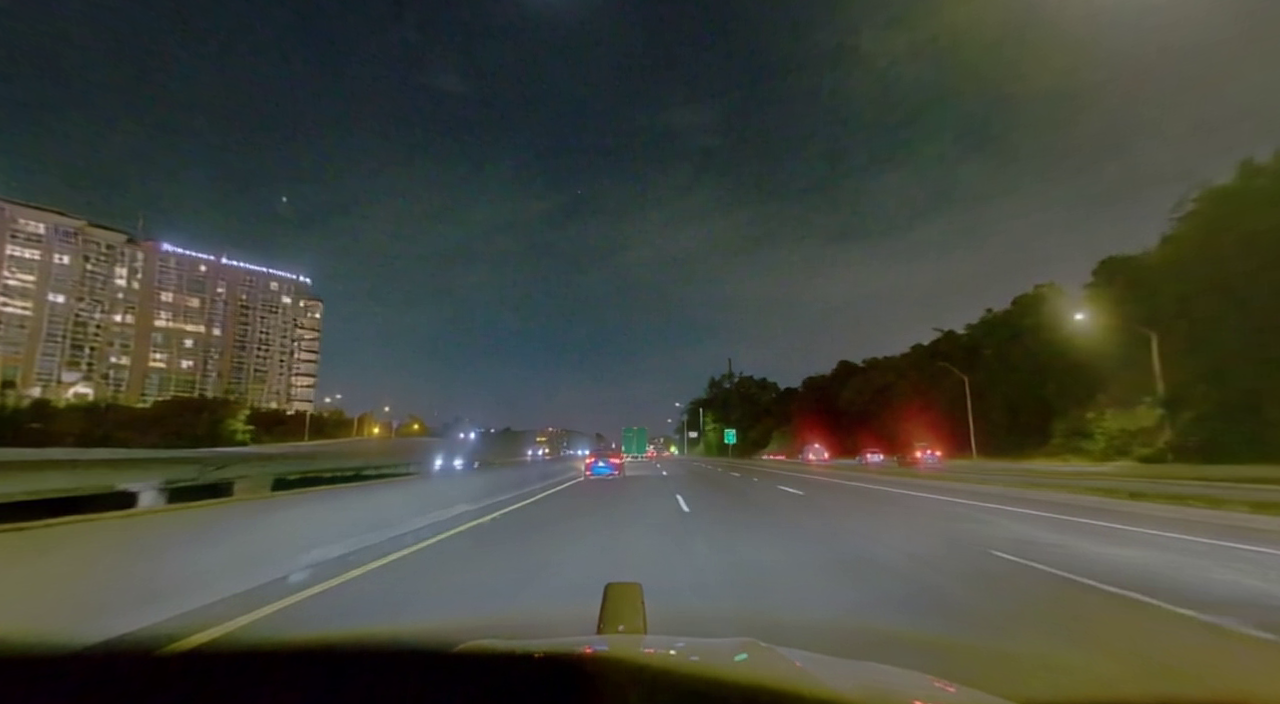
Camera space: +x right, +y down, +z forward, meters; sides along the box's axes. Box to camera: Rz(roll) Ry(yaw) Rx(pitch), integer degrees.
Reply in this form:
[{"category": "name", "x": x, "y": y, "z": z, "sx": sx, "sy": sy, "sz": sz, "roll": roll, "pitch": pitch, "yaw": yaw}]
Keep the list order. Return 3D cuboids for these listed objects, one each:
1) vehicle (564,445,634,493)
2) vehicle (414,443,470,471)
[{"category": "vehicle", "x": -1.313, "y": 4.004, "z": 21.999, "sx": 2.039, "sy": 1.478, "sz": 4.483, "roll": 0, "pitch": -9, "yaw": 1}, {"category": "vehicle", "x": -12.237, "y": 6.510, "z": 39.218, "sx": 1.911, "sy": 1.633, "sz": 4.305, "roll": 0, "pitch": -9, "yaw": 2}]
